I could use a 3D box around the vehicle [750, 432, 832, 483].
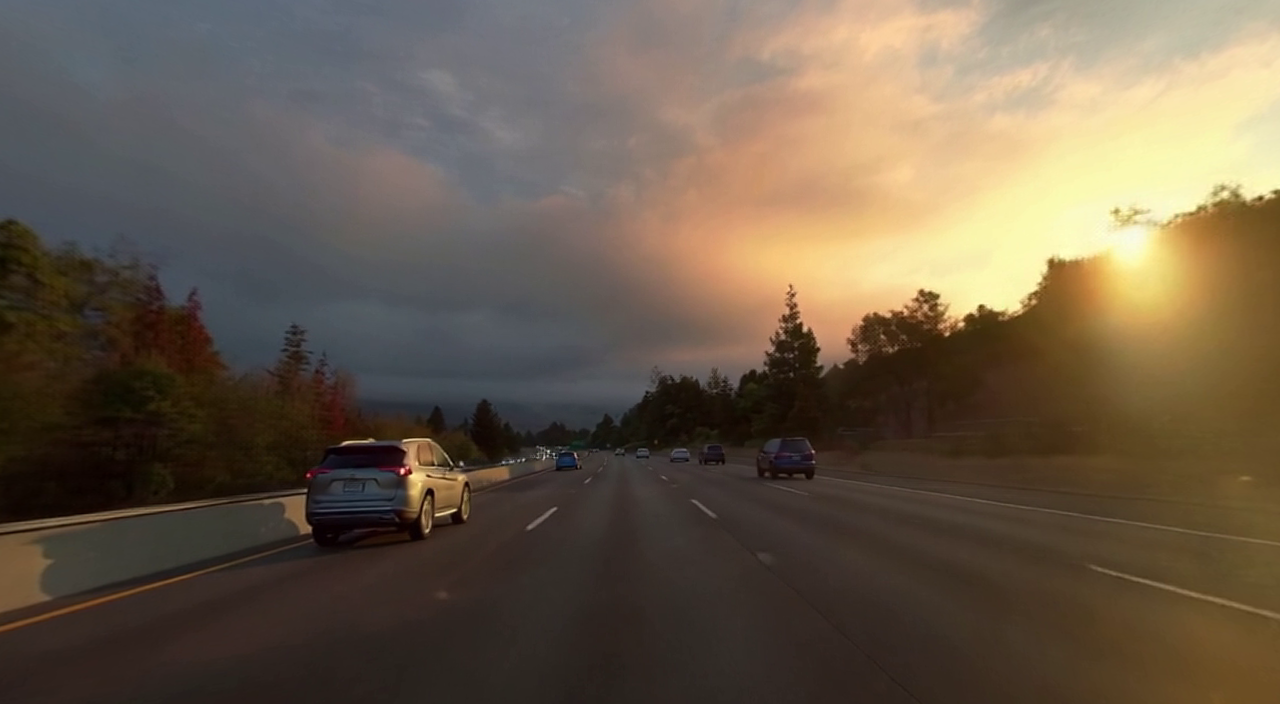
[{"bbox_3d":[6.782,4.822,29.032,2.378,2.096,5.119,0,-9,-1],"label":"vehicle"}]

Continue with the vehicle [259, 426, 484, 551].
[{"bbox_3d":[-4.328,2.257,11.092,2.079,1.745,4.281,0,-9,0],"label":"vehicle"}]

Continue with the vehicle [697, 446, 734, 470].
[{"bbox_3d":[5.829,8.225,49.042,2.107,1.732,4.527,0,-9,-3],"label":"vehicle"}]

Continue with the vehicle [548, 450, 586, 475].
[{"bbox_3d":[-4.577,6.994,40.049,2.009,1.488,4.289,0,-9,-2],"label":"vehicle"}]
